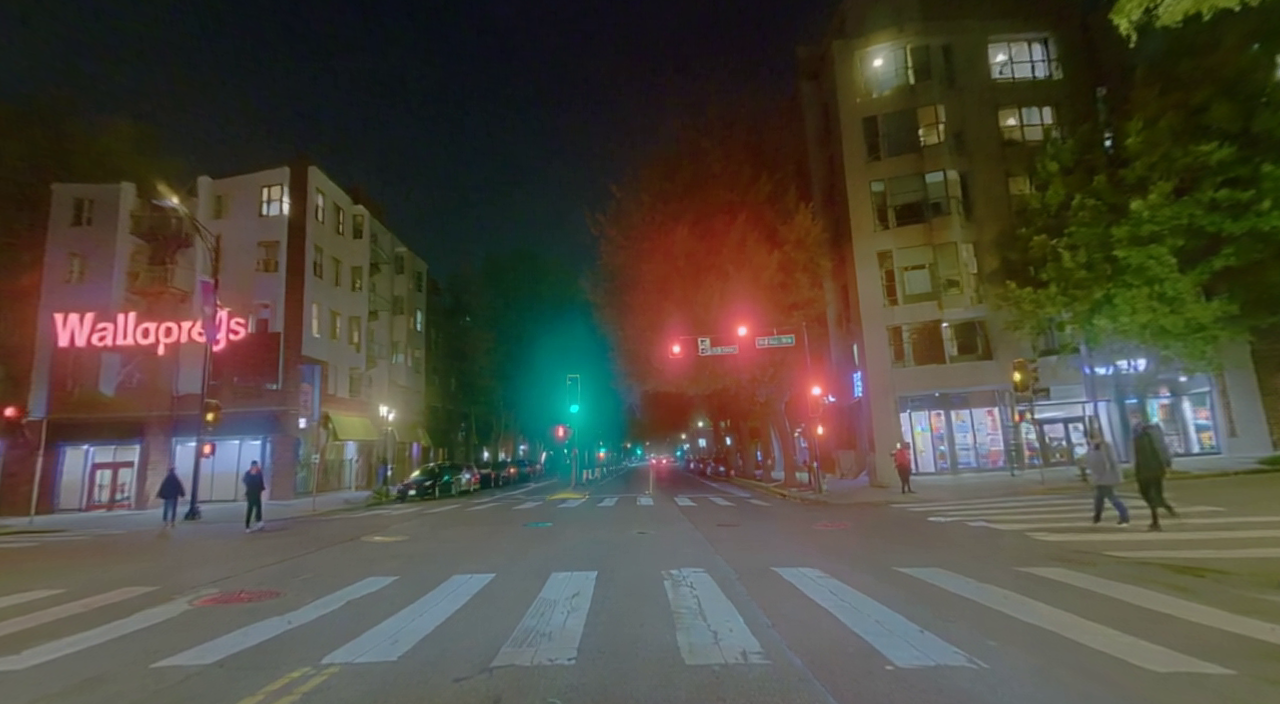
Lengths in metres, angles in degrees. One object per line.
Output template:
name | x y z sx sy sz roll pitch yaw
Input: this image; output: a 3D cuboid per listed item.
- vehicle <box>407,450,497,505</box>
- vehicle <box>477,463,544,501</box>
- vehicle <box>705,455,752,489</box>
vehicle | -8.807 5.899 30.319 2.489 2.323 5.843 0 -8 1
vehicle | -5.751 5.828 28.634 1.983 1.438 4.559 0 -8 1
vehicle | 5.199 7.102 37.720 2.010 1.844 4.386 0 -8 -2
